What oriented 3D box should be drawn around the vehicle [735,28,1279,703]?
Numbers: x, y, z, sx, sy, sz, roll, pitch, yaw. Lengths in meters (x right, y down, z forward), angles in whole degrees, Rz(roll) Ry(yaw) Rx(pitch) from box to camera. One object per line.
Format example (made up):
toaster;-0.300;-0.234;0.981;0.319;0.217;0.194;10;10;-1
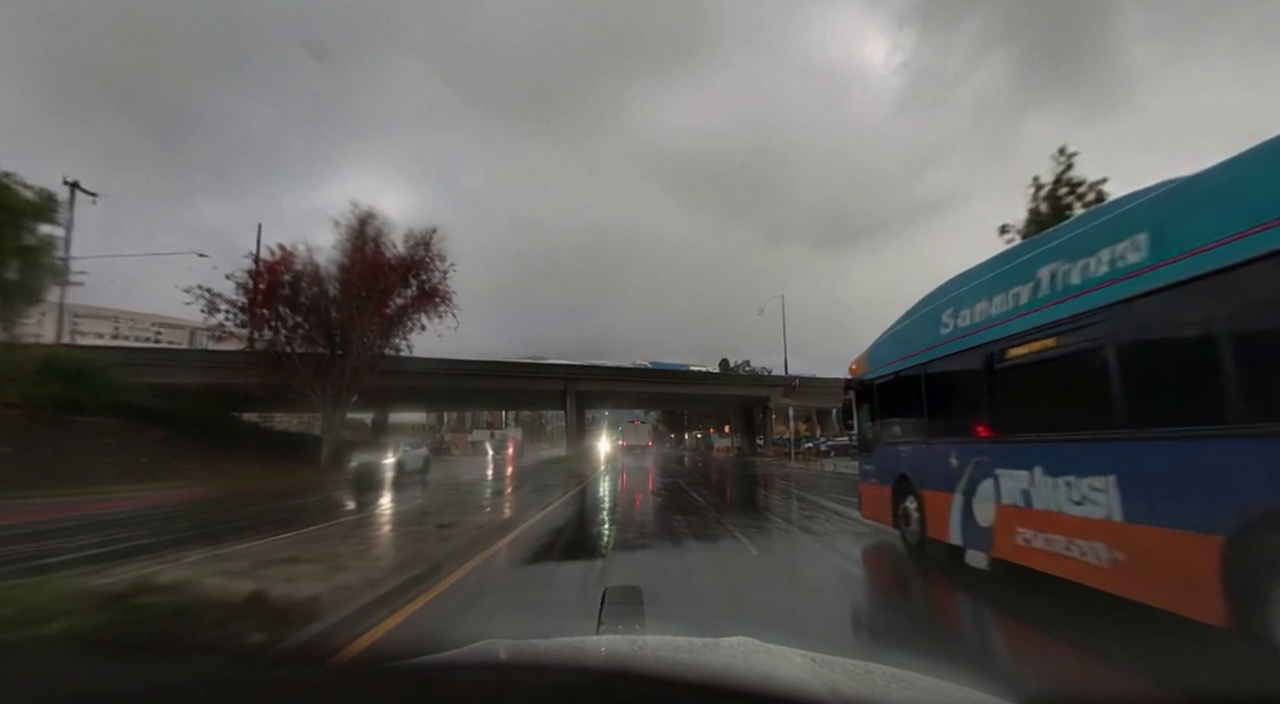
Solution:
vehicle;4.115;0.946;8.156;3.043;3.162;13.806;0;-8;-3
